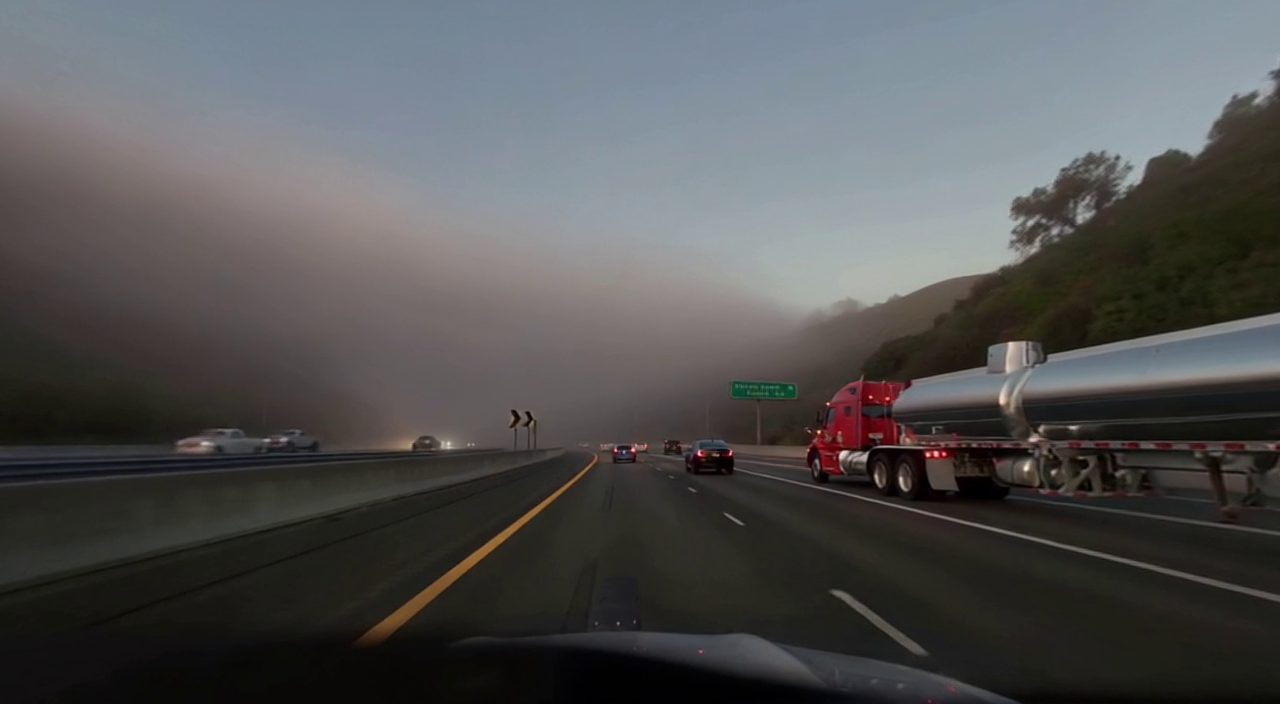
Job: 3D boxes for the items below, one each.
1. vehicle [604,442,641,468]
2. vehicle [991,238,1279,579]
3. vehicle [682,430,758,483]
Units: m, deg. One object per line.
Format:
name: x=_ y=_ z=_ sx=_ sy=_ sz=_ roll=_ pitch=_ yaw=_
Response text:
vehicle: x=-1.088 y=6.100 z=37.529 sx=2.083 sy=1.477 sz=3.965 roll=0 pitch=-9 yaw=-3
vehicle: x=7.499 y=0.502 z=5.813 sx=2.805 sy=3.212 sz=9.978 roll=0 pitch=-9 yaw=0
vehicle: x=2.871 y=3.902 z=23.846 sx=2.098 sy=1.794 sz=4.561 roll=0 pitch=-9 yaw=-2
